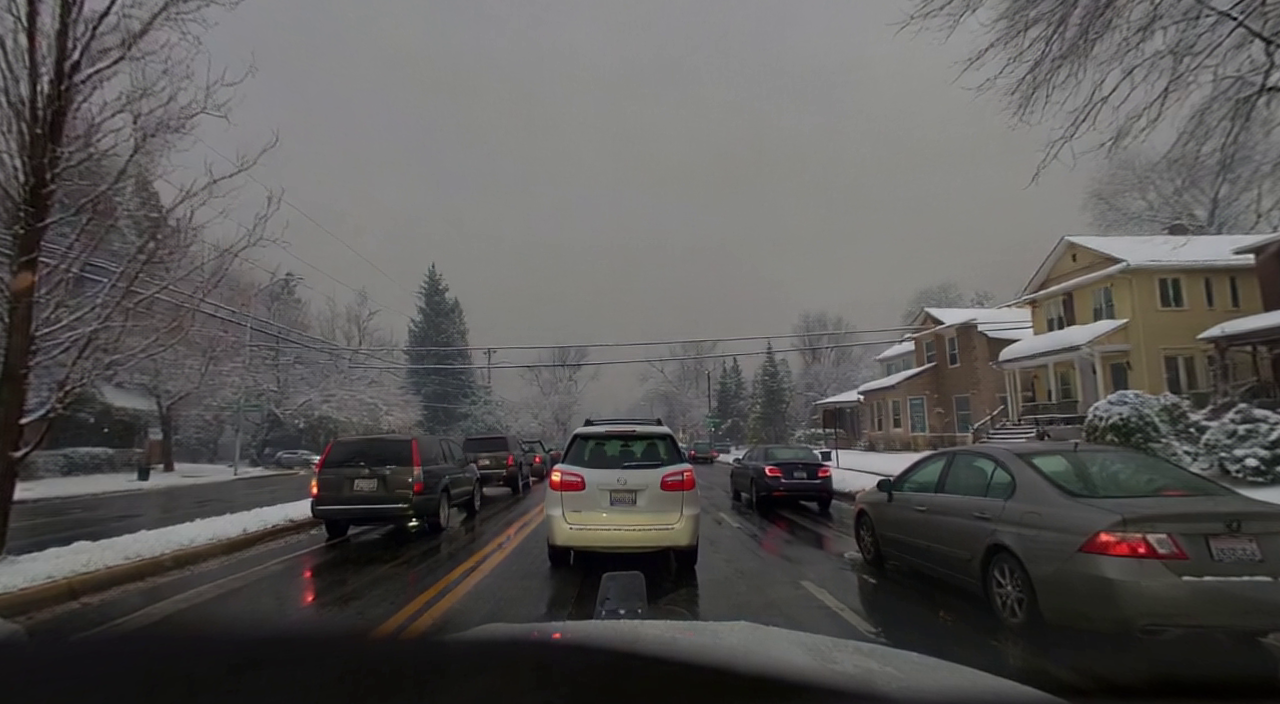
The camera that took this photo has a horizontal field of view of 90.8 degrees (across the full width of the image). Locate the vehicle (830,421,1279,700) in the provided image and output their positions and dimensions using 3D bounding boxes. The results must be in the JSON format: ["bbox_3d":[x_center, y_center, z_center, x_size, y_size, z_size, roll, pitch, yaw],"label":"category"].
[{"bbox_3d":[3.475,1.463,5.770,1.977,1.480,4.589,0,-8,-1],"label":"vehicle"}]

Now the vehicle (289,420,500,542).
[{"bbox_3d":[-3.716,2.016,10.528,1.864,1.576,4.324,0,-8,-2],"label":"vehicle"}]

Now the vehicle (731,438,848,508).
[{"bbox_3d":[3.498,2.900,15.603,1.880,1.476,3.932,0,-8,-1],"label":"vehicle"}]

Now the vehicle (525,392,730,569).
[{"bbox_3d":[-0.220,1.671,8.916,2.164,1.867,4.254,0,-8,-3],"label":"vehicle"}]
